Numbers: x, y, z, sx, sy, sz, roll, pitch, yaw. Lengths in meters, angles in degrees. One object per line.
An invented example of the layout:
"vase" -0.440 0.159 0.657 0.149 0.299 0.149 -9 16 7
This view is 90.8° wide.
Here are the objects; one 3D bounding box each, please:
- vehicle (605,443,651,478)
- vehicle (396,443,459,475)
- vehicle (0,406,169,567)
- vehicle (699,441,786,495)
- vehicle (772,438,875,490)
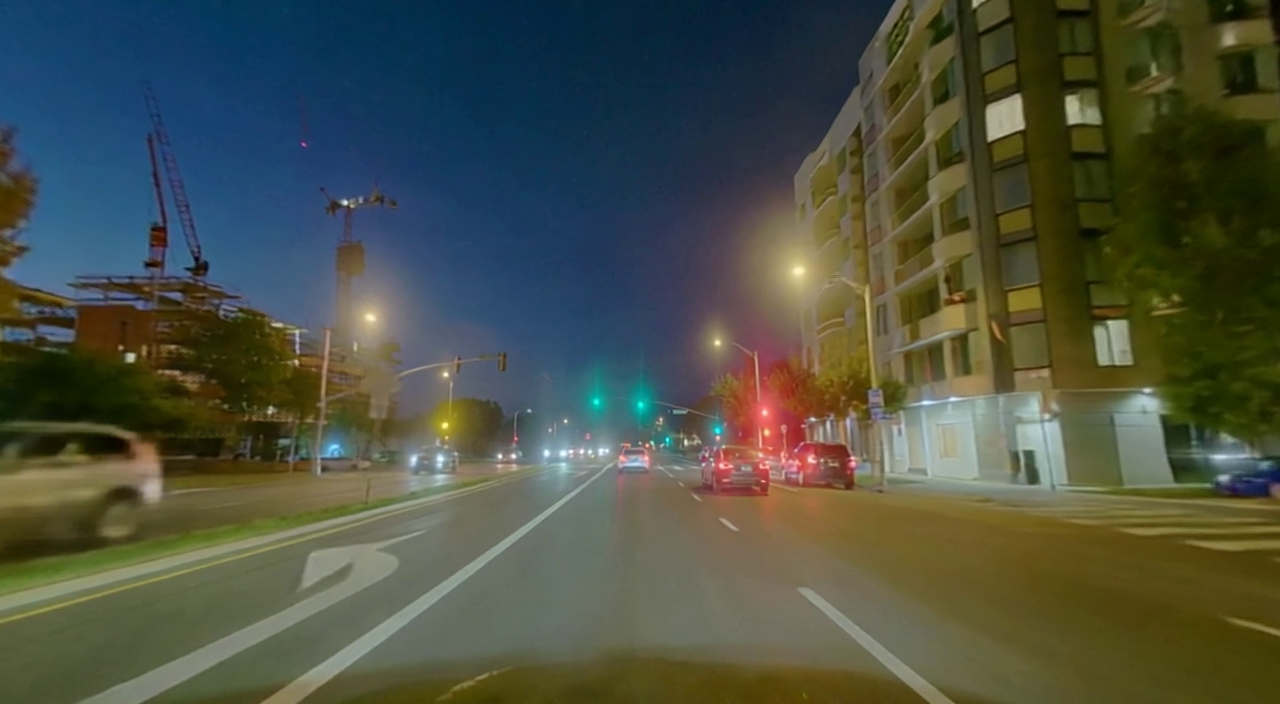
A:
"vehicle" -0.550 5.049 29.658 2.006 1.487 3.535 0 -9 -1
"vehicle" -11.996 6.045 35.963 1.975 1.714 4.638 0 -9 0
"vehicle" -8.416 1.575 7.374 2.111 1.832 4.778 0 -9 0
"vehicle" 3.075 3.561 19.753 1.910 1.474 4.003 0 -9 -2
"vehicle" 7.229 4.465 25.655 2.317 1.852 5.530 0 -9 -2
